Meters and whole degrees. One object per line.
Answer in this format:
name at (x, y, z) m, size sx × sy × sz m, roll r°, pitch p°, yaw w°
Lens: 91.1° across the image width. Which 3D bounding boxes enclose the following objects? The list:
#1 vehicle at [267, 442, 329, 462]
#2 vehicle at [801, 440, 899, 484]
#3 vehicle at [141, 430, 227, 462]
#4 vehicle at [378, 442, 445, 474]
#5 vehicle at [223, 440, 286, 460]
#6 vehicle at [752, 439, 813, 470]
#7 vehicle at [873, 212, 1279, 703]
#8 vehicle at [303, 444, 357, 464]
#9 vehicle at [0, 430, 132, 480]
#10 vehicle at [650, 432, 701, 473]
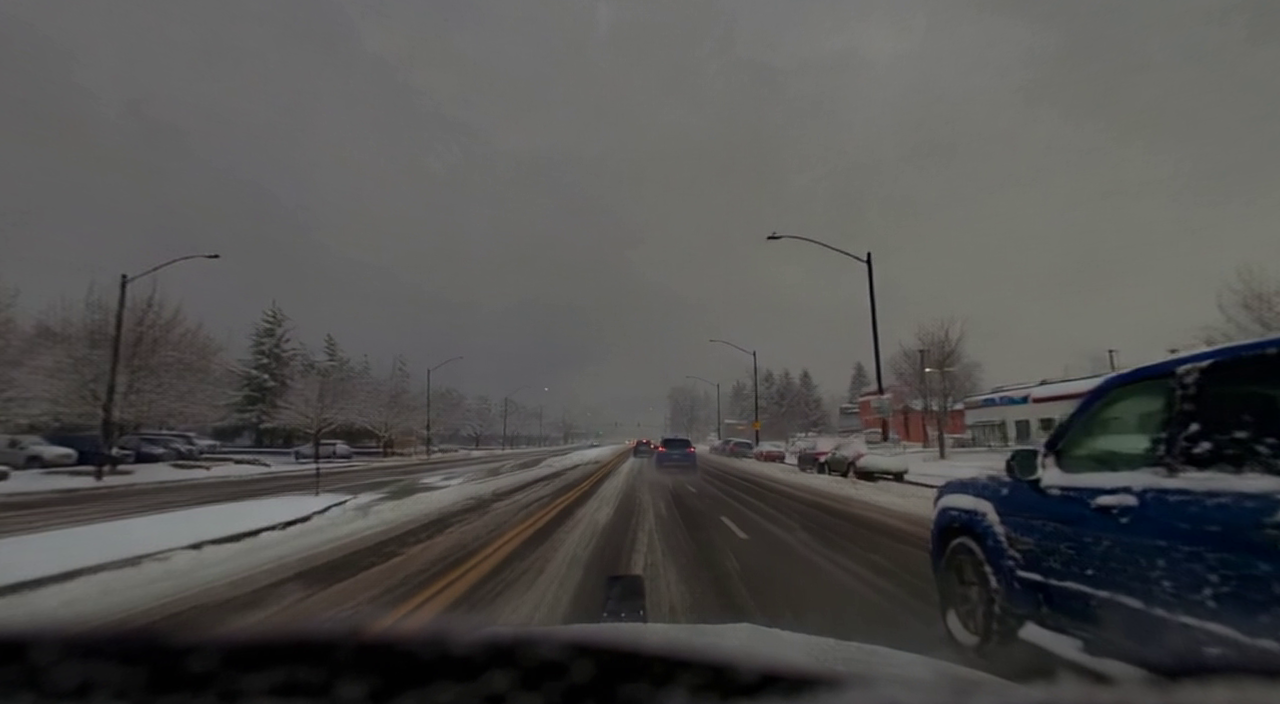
vehicle at (-26.934, 7.897, 49.701) m, size 1.929 × 1.537 × 5.124 m, roll 0°, pitch -8°, yaw 2°
vehicle at (7.474, 3.947, 22.852) m, size 1.966 × 1.416 × 4.589 m, roll 0°, pitch -8°, yaw 0°
vehicle at (-30.719, 6.401, 42.546) m, size 2.042 × 1.901 × 5.209 m, roll -3°, pitch -10°, yaw -1°
vehicle at (-11.438, 5.330, 31.720) m, size 1.942 × 1.473 × 4.506 m, roll 1°, pitch -8°, yaw -4°
vehicle at (-30.100, 7.684, 49.181) m, size 1.949 × 1.466 × 4.654 m, roll 0°, pitch -8°, yaw 1°
vehicle at (7.441, 5.417, 33.281) m, size 2.055 × 1.508 × 4.782 m, roll 0°, pitch -8°, yaw 0°
vehicle at (3.057, 0.713, 2.797) m, size 2.246 × 1.963 × 4.777 m, roll 0°, pitch -8°, yaw 1°
vehicle at (-24.259, 7.980, 49.308) m, size 1.822 × 1.466 × 4.445 m, roll 0°, pitch -9°, yaw 2°
vehicle at (-25.714, 4.501, 27.653) m, size 2.086 × 1.967 × 5.297 m, roll 0°, pitch -8°, yaw 1°
vehicle at (1.703, 4.958, 31.210) m, size 2.317 × 1.857 × 5.150 m, roll 0°, pitch -8°, yaw 2°
